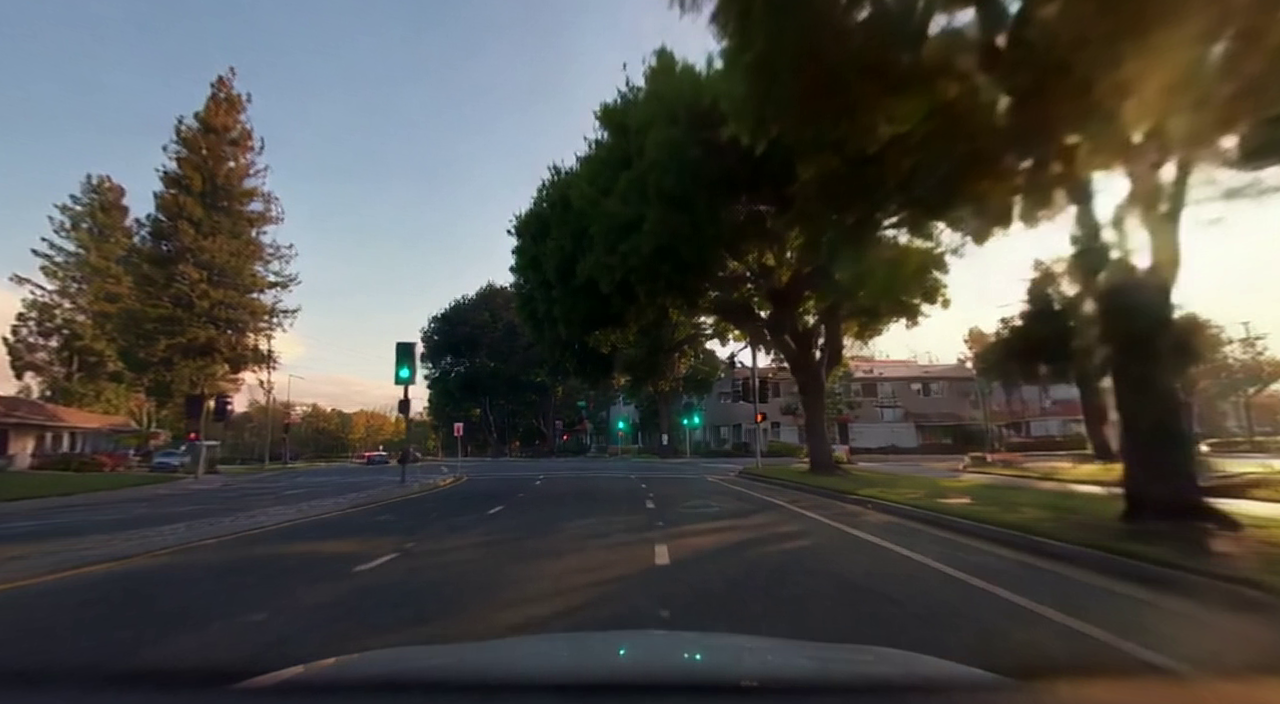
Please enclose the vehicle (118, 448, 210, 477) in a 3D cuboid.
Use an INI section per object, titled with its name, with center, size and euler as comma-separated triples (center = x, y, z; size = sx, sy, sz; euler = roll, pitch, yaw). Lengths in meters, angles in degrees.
[vehicle]
center = -30.831, 7.146, 40.865
size = 4.559, 1.608, 1.961
euler = -2, -7, 6
